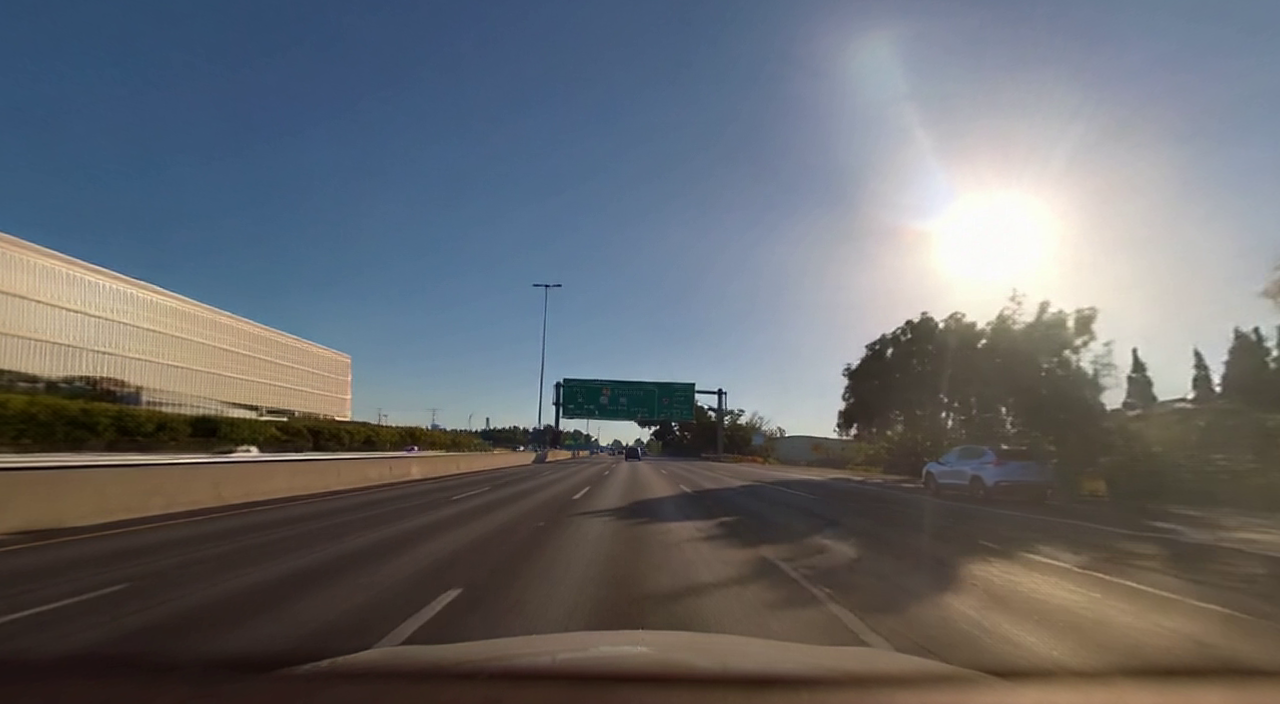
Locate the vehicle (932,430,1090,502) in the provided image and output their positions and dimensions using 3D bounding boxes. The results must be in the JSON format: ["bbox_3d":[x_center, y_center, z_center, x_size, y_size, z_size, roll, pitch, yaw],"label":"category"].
[{"bbox_3d":[13.431,4.146,23.409,2.411,2.326,5.300,0,-9,-2],"label":"vehicle"}]

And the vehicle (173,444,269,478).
[{"bbox_3d":[-19.602,5.102,29.729,1.975,1.467,3.800,0,-9,-1],"label":"vehicle"}]
